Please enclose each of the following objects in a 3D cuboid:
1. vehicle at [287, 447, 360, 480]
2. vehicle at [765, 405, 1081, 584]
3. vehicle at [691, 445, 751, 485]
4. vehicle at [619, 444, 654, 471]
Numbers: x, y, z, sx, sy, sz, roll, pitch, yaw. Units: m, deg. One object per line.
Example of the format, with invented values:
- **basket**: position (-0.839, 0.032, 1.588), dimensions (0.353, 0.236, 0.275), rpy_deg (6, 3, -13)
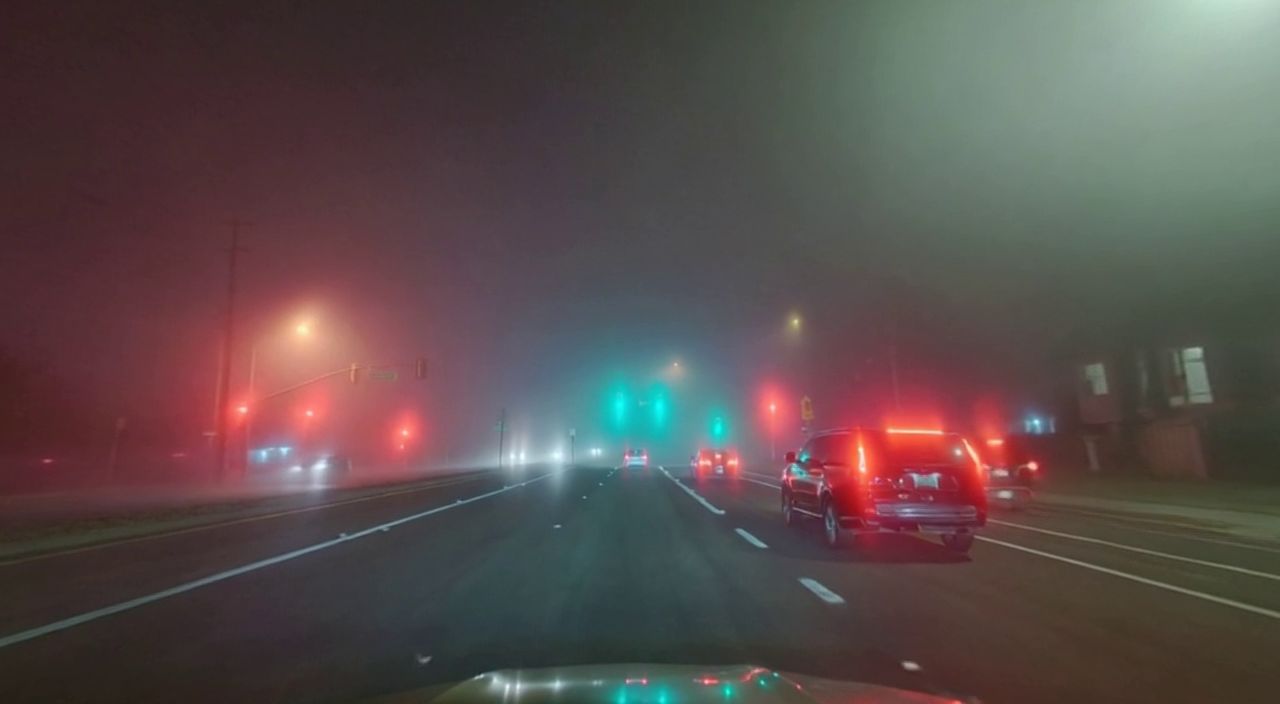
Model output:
- **vehicle**: position (-18.823, 6.630, 37.691), dimensions (2.071, 1.746, 4.444), rpy_deg (-2, -9, -1)
- **vehicle**: position (3.269, 1.763, 8.620), dimensions (2.129, 1.761, 4.610), rpy_deg (0, -9, -1)
- **vehicle**: position (3.196, 4.540, 25.617), dimensions (1.889, 1.451, 4.180), rpy_deg (0, -9, 0)
- **vehicle**: position (-0.258, 6.850, 41.066), dimensions (2.146, 1.685, 4.003), rpy_deg (0, -9, -1)
